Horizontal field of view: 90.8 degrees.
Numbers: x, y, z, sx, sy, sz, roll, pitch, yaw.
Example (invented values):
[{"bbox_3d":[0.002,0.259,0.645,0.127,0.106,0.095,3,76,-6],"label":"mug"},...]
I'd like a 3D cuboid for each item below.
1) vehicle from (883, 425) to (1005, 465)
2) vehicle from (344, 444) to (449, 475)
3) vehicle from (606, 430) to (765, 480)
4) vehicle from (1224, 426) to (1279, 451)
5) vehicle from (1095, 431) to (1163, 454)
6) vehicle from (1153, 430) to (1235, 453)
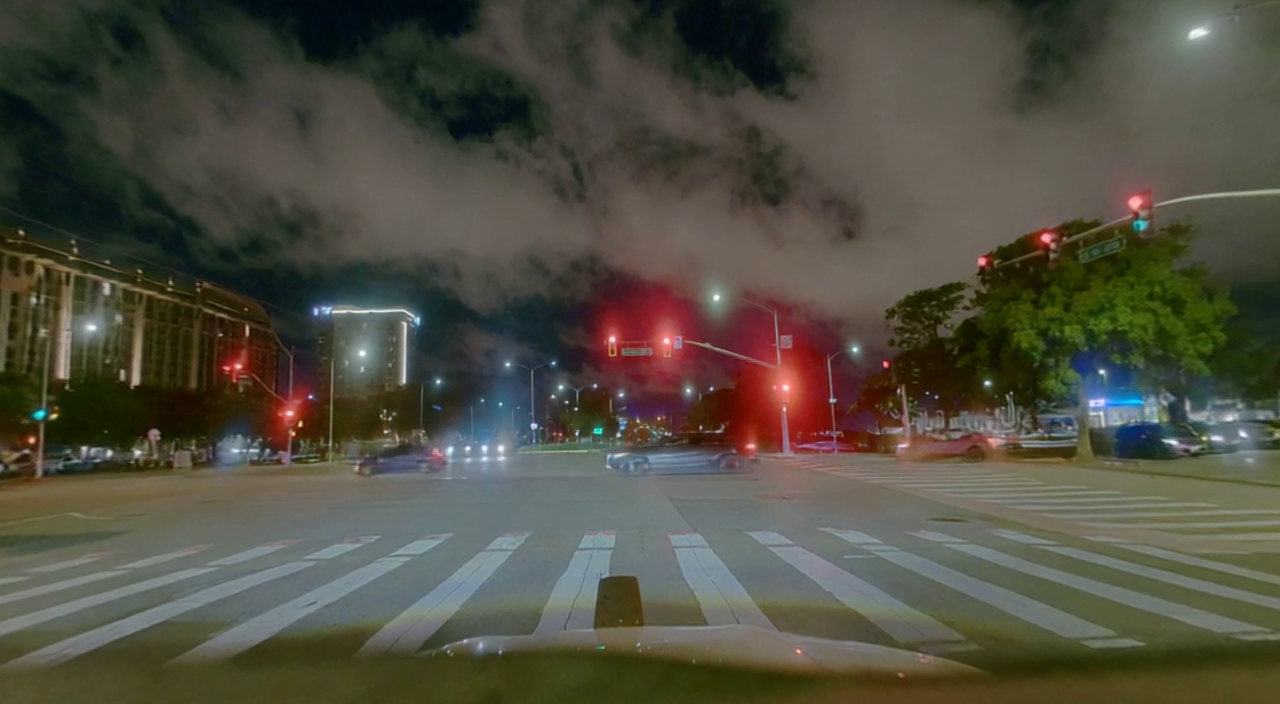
[{"bbox_3d":[13.656,4.226,28.664,4.571,1.698,1.977,-2,-9,13],"label":"vehicle"},{"bbox_3d":[-10.968,4.838,28.622,4.046,1.306,1.719,-1,-8,2],"label":"vehicle"},{"bbox_3d":[1.414,3.343,20.726,4.916,1.504,1.846,1,-9,-8],"label":"vehicle"},{"bbox_3d":[42.254,5.763,41.928,2.037,1.614,5.175,0,-8,0],"label":"vehicle"},{"bbox_3d":[33.210,6.170,43.059,2.090,1.494,4.321,-3,-9,15],"label":"vehicle"},{"bbox_3d":[36.565,5.933,41.824,1.726,1.429,4.163,-1,-8,2],"label":"vehicle"}]
